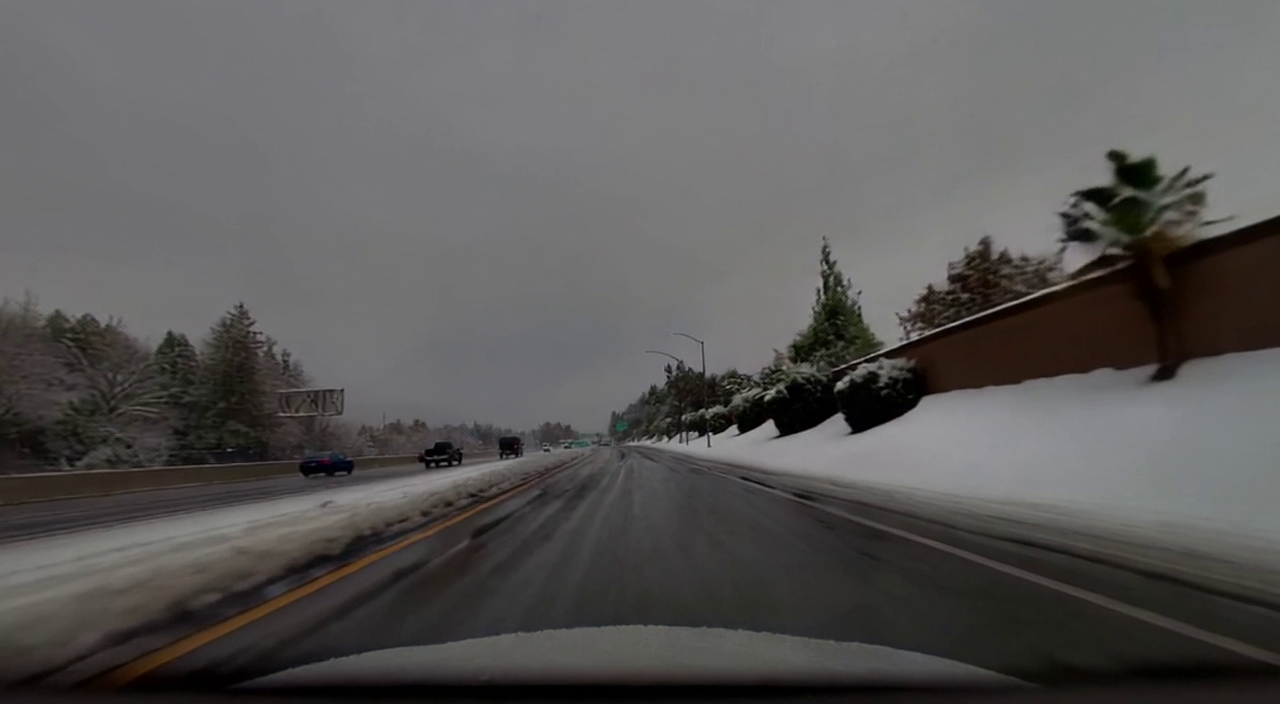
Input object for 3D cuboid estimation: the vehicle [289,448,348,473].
[{"bbox_3d":[-25.108,8.465,49.490,2.158,1.795,5.013,0,-8,-2],"label":"vehicle"}]
